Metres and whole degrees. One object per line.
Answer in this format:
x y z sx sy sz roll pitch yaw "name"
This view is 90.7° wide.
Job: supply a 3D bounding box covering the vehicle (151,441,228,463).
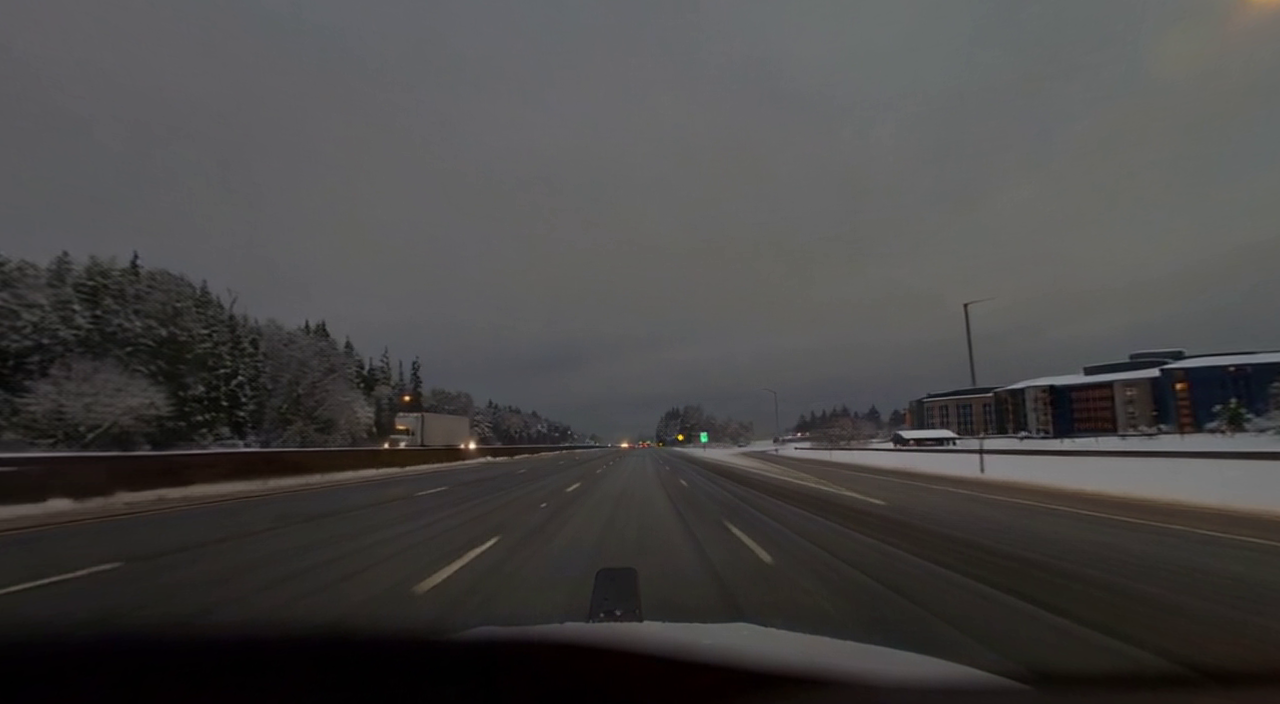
-31.907 7.077 44.988 2.065 1.462 4.592 0 -9 0 "vehicle"
